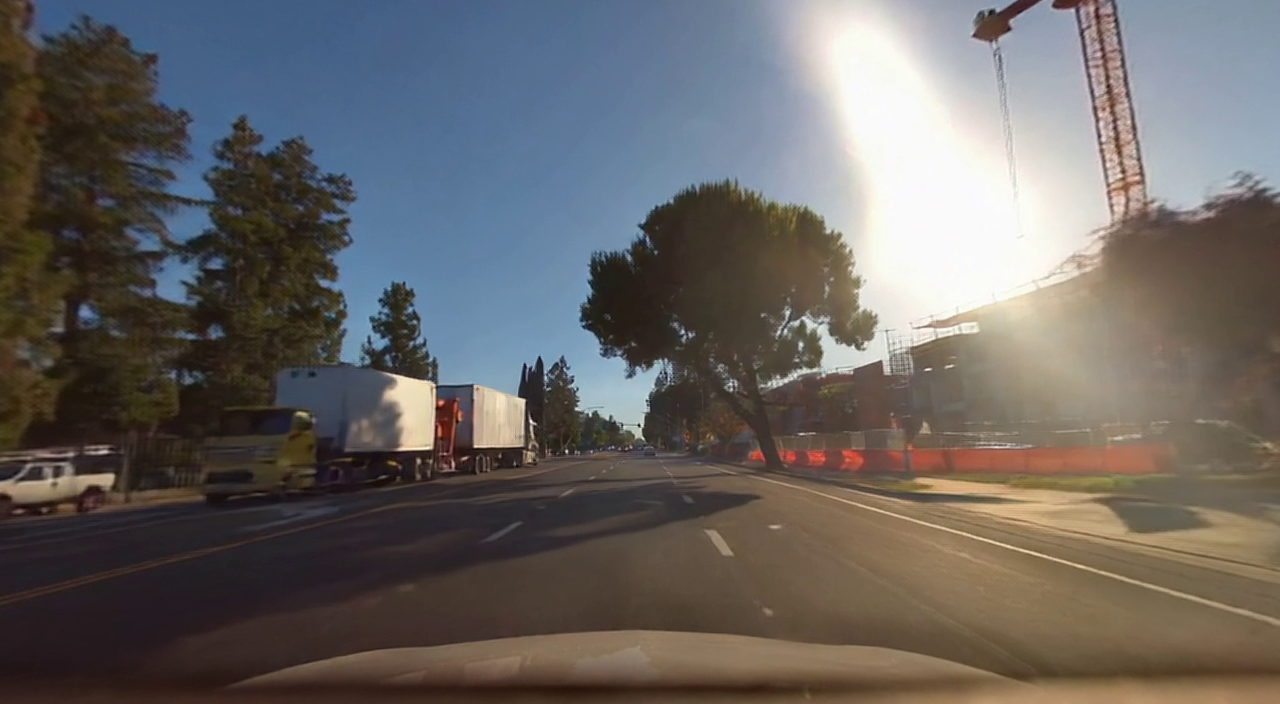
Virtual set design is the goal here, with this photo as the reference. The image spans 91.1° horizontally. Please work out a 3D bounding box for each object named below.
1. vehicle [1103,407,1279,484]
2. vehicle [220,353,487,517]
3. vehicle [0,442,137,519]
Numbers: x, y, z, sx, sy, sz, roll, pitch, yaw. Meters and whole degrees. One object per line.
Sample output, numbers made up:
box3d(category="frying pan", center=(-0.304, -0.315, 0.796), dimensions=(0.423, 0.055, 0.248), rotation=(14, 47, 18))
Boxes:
box3d(category="vehicle", center=(16.417, 2.680, 17.935), dimensions=(2.021, 1.835, 5.654), rotation=(1, -8, 0))
box3d(category="vehicle", center=(-7.363, 2.488, 18.447), dimensions=(3.032, 3.524, 9.640), rotation=(0, -8, 2))
box3d(category="vehicle", center=(-18.217, 3.780, 18.471), dimensions=(2.154, 1.987, 5.836), rotation=(-5, -8, -1))
